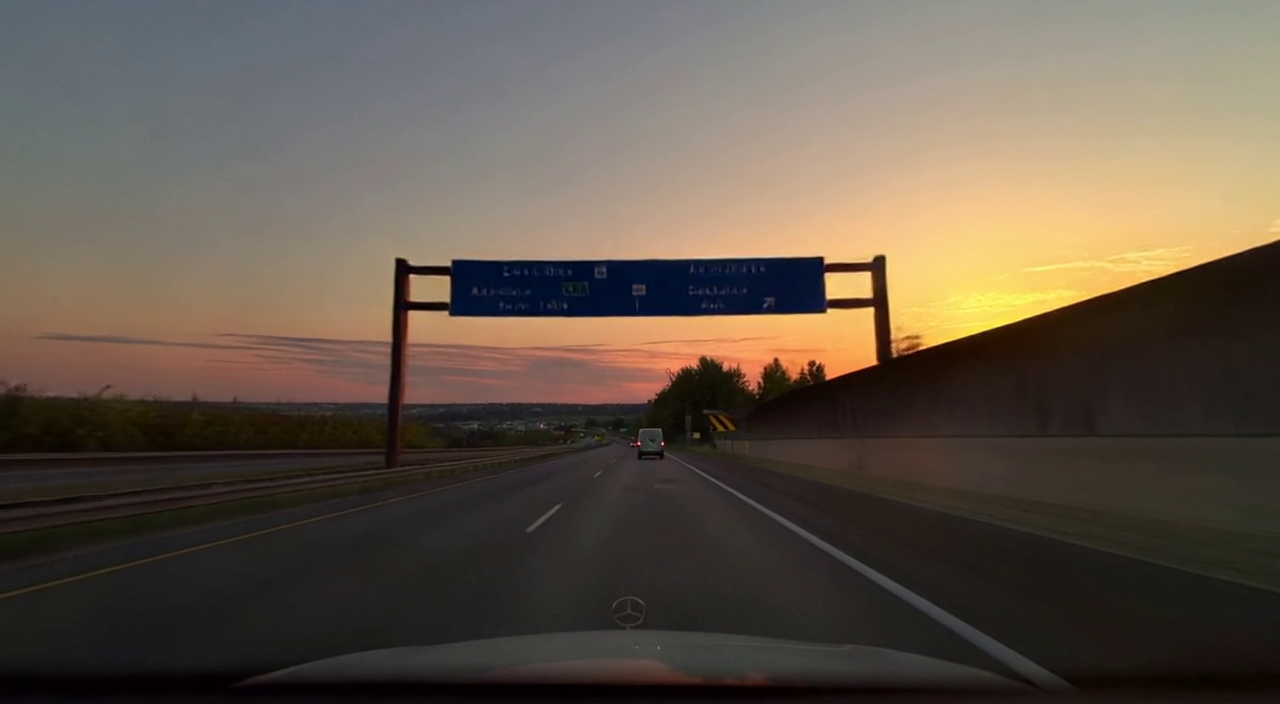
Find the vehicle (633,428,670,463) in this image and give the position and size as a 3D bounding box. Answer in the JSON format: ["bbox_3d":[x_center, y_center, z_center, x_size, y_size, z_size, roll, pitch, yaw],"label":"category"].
[{"bbox_3d":[0.743,5.997,40.363,2.277,2.109,4.922,0,-8,1],"label":"vehicle"}]
